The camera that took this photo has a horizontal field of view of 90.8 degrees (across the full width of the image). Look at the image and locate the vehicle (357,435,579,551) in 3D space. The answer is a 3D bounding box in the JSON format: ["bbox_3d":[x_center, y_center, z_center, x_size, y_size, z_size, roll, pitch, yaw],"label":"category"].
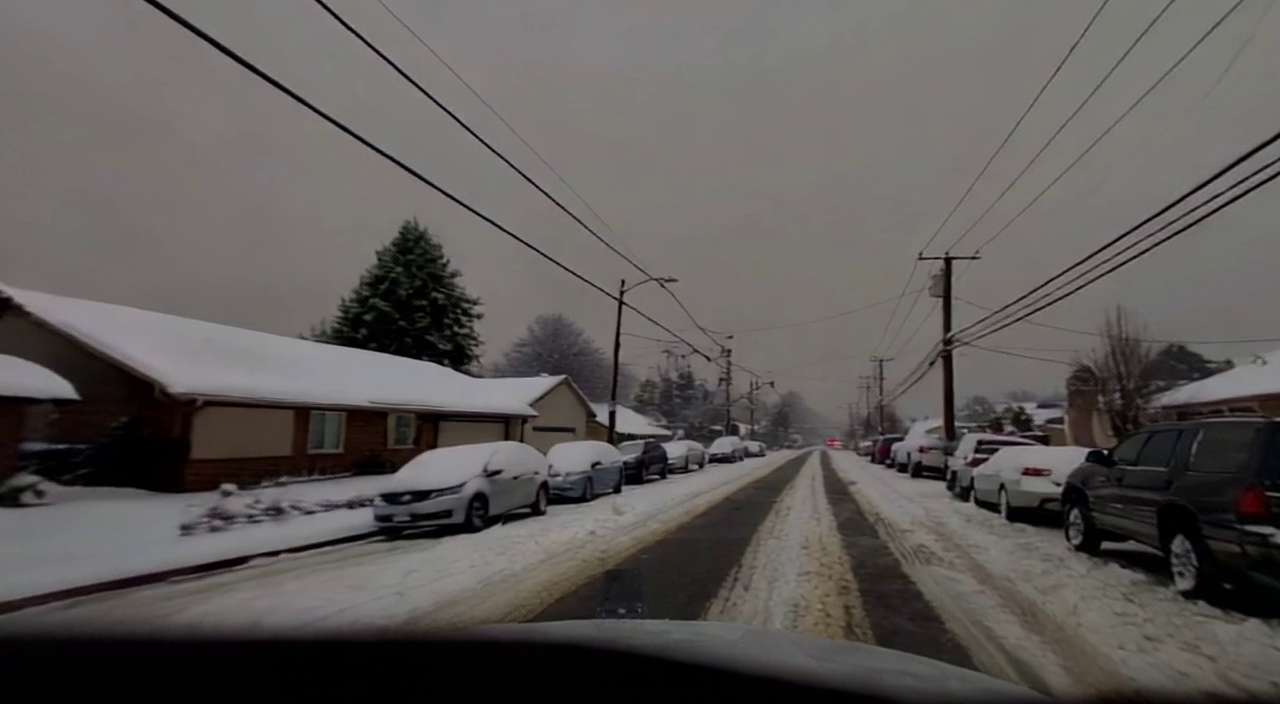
[{"bbox_3d":[-2.825,2.407,11.664,1.909,1.675,4.442,-2,-9,15],"label":"vehicle"}]

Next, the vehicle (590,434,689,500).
[{"bbox_3d":[0.135,3.742,21.129,2.034,1.923,4.713,-3,-9,17],"label":"vehicle"}]

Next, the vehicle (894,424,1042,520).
[{"bbox_3d":[8.354,3.044,16.751,2.237,2.071,5.332,-2,-9,14],"label":"vehicle"}]

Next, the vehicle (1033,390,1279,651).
[{"bbox_3d":[5.893,1.568,6.118,2.055,1.763,5.134,3,-9,14],"label":"vehicle"}]
